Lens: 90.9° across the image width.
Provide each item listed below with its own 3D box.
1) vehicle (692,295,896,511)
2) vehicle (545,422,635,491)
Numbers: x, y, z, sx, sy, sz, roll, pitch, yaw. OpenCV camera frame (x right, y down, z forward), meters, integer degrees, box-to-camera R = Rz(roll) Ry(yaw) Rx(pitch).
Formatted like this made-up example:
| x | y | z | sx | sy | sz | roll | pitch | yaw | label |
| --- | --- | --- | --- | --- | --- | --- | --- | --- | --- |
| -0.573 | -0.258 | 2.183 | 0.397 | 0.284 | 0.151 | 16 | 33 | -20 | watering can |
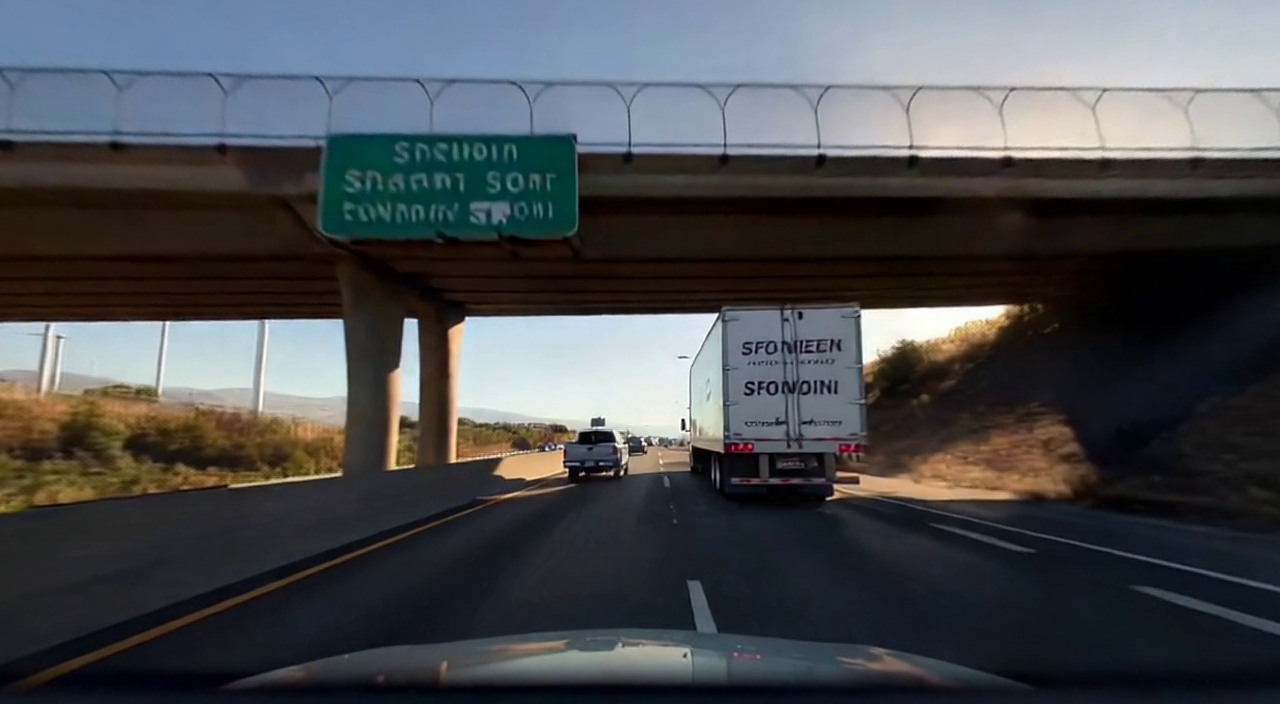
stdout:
| x | y | z | sx | sy | sz | roll | pitch | yaw | label |
| --- | --- | --- | --- | --- | --- | --- | --- | --- | --- |
| 3.317 | 1.739 | 17.912 | 2.906 | 3.990 | 12.551 | 0 | -8 | 1 | vehicle |
| -1.358 | 3.117 | 19.278 | 2.283 | 1.814 | 4.568 | 0 | -8 | 1 | vehicle |
